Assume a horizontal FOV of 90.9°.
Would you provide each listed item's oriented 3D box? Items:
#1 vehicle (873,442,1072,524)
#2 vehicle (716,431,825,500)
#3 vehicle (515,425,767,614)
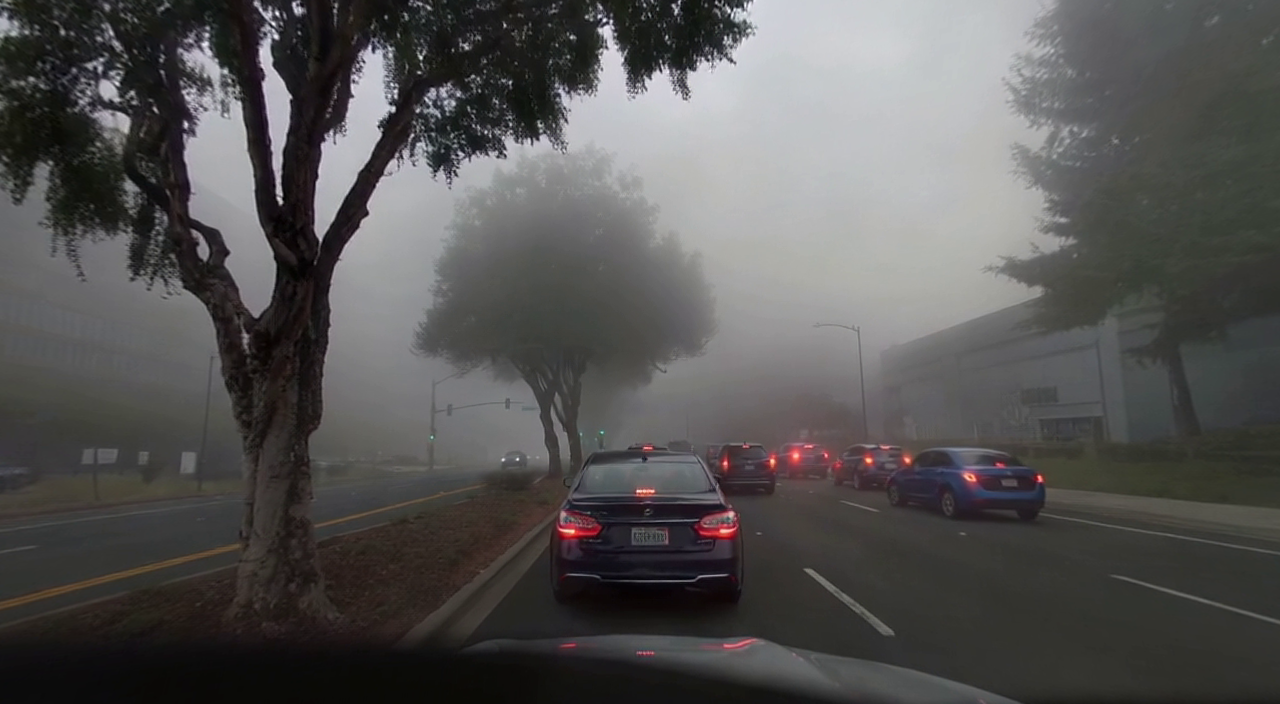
[{"bbox_3d":[6.864,2.699,13.688,1.911,1.468,4.417,0,-8,0],"label":"vehicle"},{"bbox_3d":[3.608,3.229,18.403,2.114,1.736,4.553,0,-8,-1],"label":"vehicle"},{"bbox_3d":[-0.026,1.644,7.210,1.977,1.465,4.376,0,-8,-1],"label":"vehicle"}]
